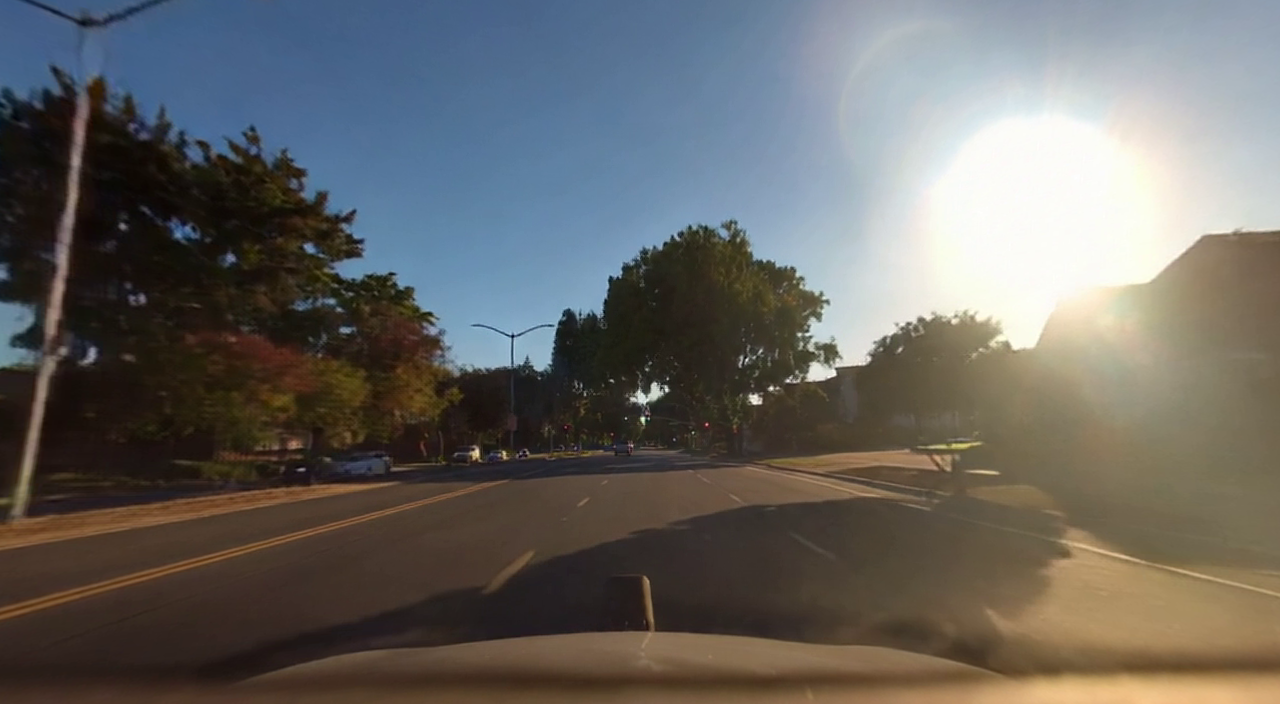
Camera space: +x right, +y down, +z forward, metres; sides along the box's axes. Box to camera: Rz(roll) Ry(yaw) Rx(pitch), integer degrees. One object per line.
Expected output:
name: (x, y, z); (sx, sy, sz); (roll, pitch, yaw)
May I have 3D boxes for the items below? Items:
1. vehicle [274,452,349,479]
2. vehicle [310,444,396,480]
vehicle: (-20.640, 7.134, 39.838); (2.062, 1.504, 4.877); (0, -9, 0)
vehicle: (-13.146, 5.039, 29.162); (1.994, 1.518, 4.072); (0, -9, 1)
